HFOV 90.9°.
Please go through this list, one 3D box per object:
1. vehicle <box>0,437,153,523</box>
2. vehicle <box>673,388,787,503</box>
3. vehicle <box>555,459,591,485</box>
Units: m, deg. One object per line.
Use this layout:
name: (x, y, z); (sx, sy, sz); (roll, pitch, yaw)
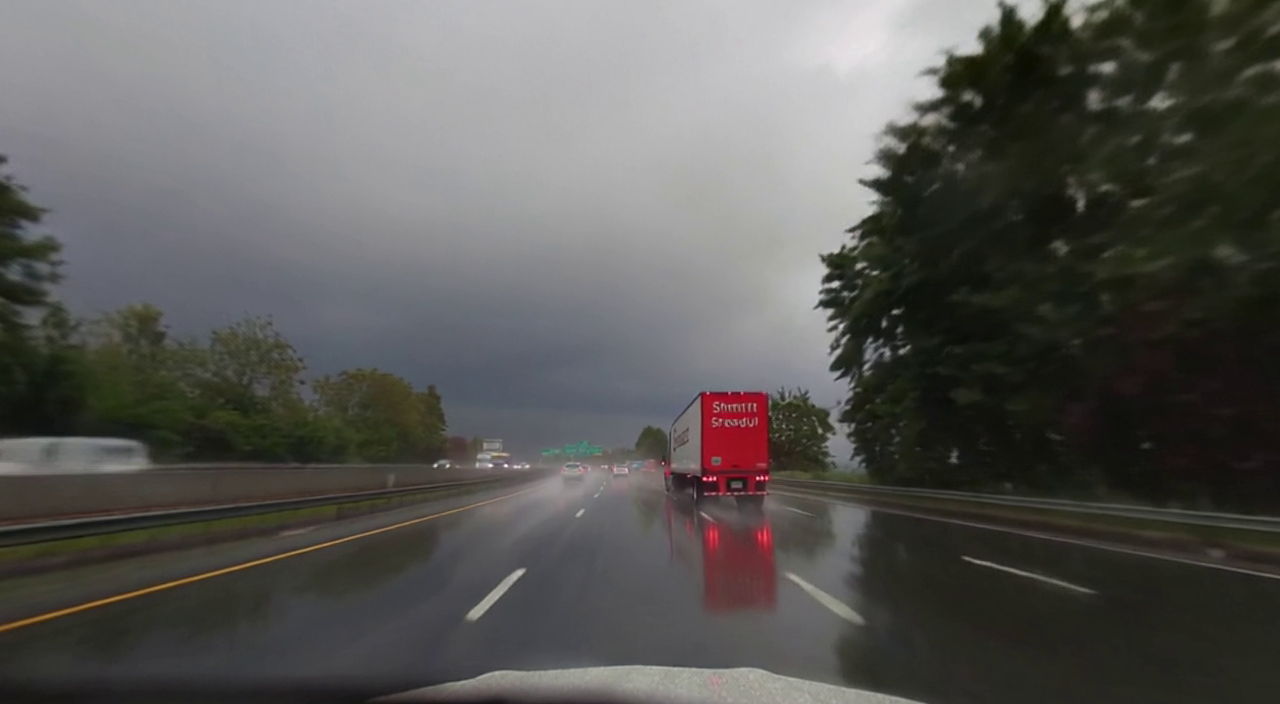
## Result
vehicle: (-12.202, 2.450, 12.227); (1.954, 1.466, 4.444); (1, -10, -1)
vehicle: (3.759, 4.759, 30.791); (2.992, 4.300, 13.967); (1, -10, -2)
vehicle: (-4.704, 8.496, 44.713); (2.155, 1.667, 4.615); (1, -10, -2)
